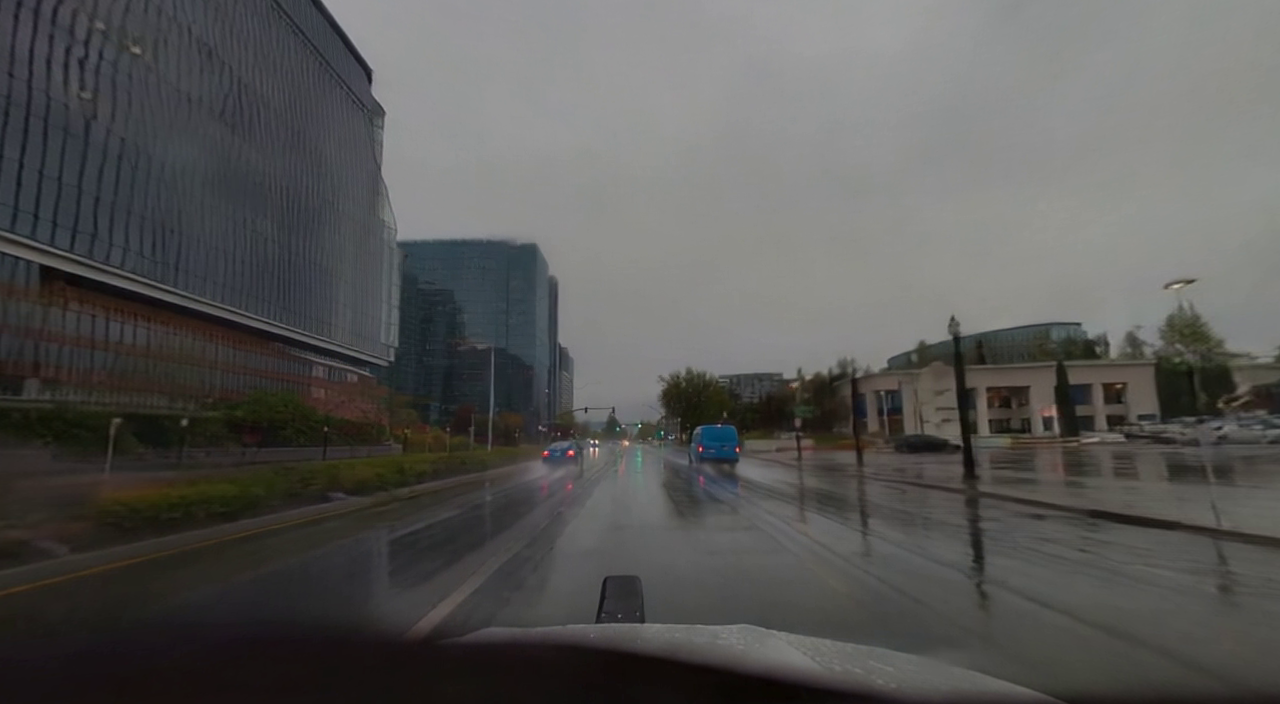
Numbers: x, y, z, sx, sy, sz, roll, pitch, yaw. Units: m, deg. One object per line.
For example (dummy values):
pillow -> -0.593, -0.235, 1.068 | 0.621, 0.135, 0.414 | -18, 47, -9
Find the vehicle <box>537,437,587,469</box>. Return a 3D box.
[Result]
vehicle -> -3.711, 4.904, 30.756 | 1.864, 1.464, 4.195 | 0, -8, 1

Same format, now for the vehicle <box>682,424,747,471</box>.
vehicle -> 3.226, 4.275, 28.279 | 2.200, 1.914, 5.145 | 0, -8, -1
